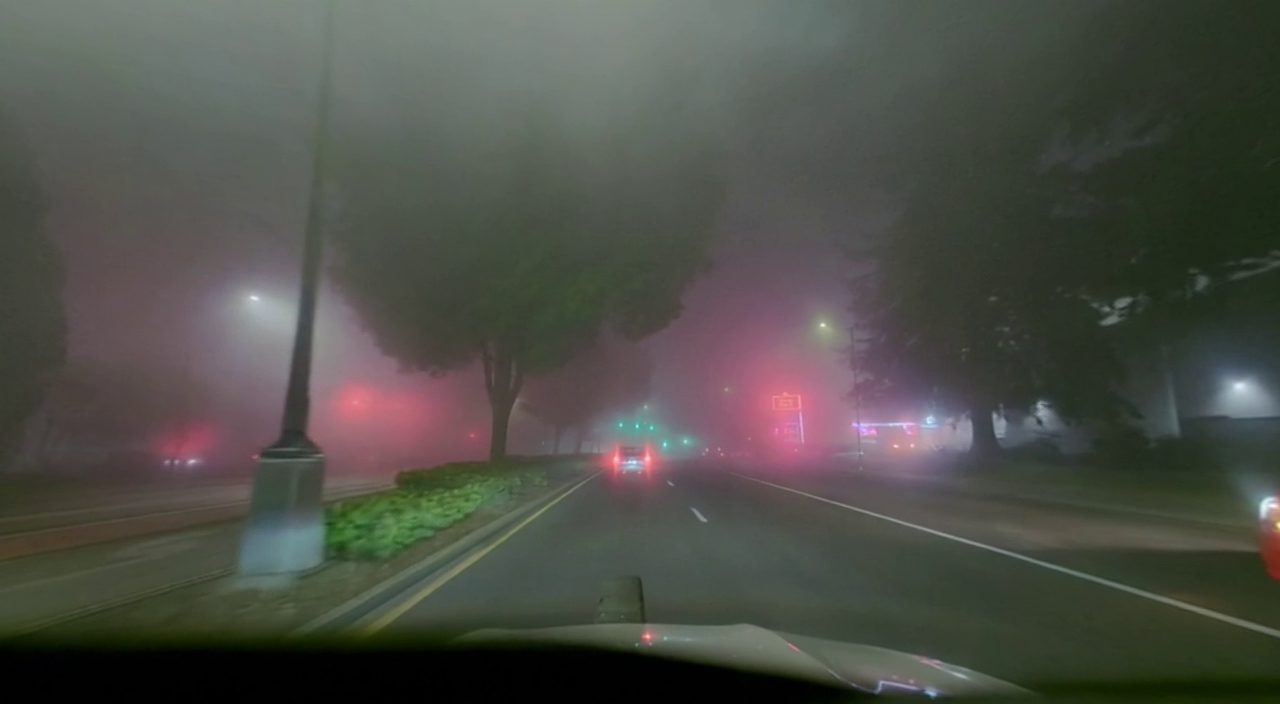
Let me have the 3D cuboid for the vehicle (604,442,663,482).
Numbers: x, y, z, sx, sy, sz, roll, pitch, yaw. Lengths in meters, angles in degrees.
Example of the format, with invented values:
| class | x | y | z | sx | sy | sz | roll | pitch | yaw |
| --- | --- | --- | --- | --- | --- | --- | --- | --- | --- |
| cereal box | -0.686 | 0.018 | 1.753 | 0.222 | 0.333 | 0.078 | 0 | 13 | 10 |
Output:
| class | x | y | z | sx | sy | sz | roll | pitch | yaw |
| --- | --- | --- | --- | --- | --- | --- | --- | --- | --- |
| vehicle | -0.273 | 4.379 | 25.509 | 2.185 | 1.473 | 3.925 | 0 | -8 | -1 |

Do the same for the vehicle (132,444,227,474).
| class | x | y | z | sx | sy | sz | roll | pitch | yaw |
| --- | --- | --- | --- | --- | --- | --- | --- | --- | --- |
| vehicle | -33.130 | 7.633 | 45.537 | 5.124 | 2.003 | 2.233 | 7 | -11 | -41 |

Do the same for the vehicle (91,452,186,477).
| class | x | y | z | sx | sy | sz | roll | pitch | yaw |
| --- | --- | --- | --- | --- | --- | --- | --- | --- | --- |
| vehicle | -33.073 | 7.374 | 41.758 | 4.686 | 1.478 | 1.801 | 7 | -11 | -41 |

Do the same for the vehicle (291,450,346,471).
| class | x | y | z | sx | sy | sz | roll | pitch | yaw |
| --- | --- | --- | --- | --- | --- | --- | --- | --- | --- |
| vehicle | -24.271 | 8.164 | 47.911 | 1.915 | 1.460 | 4.717 | 0 | -8 | -3 |
